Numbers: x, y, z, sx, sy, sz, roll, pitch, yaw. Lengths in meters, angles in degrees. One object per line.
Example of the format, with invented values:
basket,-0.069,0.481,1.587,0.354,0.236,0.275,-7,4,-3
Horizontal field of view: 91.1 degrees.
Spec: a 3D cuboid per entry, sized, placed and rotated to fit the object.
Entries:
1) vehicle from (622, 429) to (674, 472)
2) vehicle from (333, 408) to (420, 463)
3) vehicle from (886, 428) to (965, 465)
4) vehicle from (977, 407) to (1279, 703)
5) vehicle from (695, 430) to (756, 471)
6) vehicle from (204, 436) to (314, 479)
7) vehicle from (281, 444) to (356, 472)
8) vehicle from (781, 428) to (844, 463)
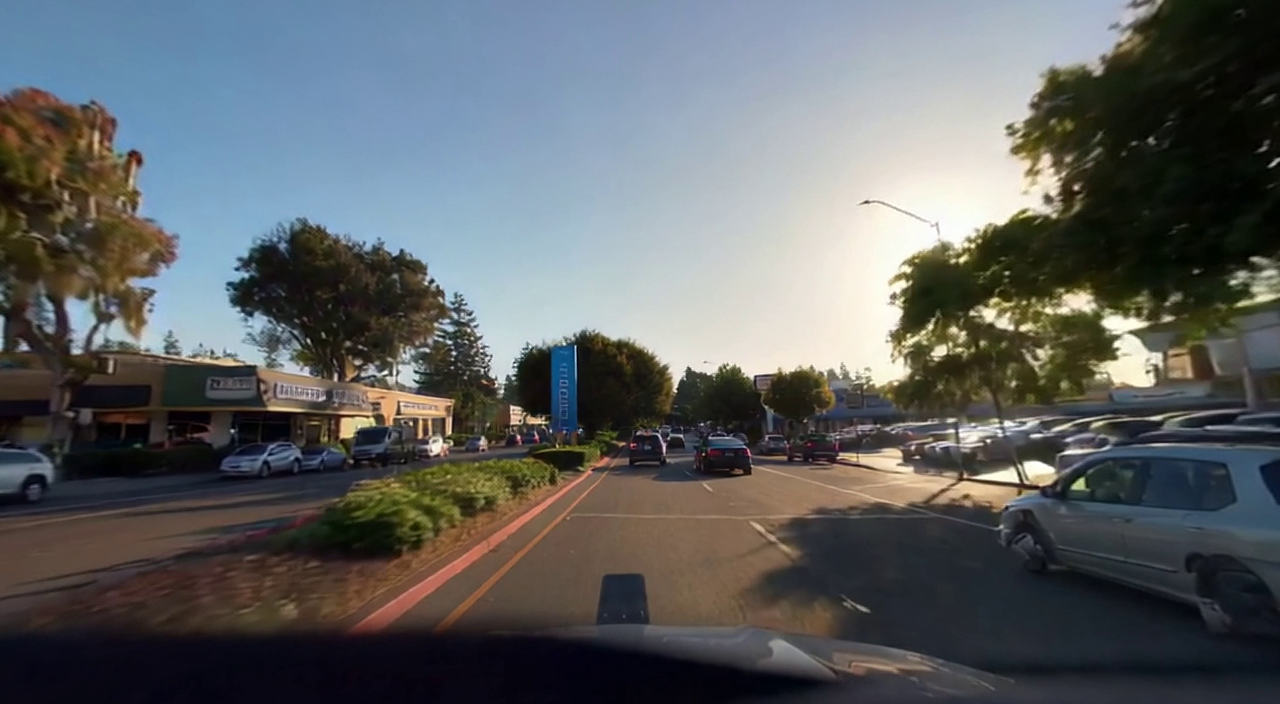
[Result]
vehicle,0.331,4.263,27.283,2.098,1.682,3.778,0,-8,1
vehicle,-18.629,6.039,45.013,2.811,3.604,7.566,0,-8,1
vehicle,15.279,5.096,33.966,2.012,1.817,4.970,0,-8,1
vehicle,3.781,1.009,2.930,1.908,1.463,4.506,0,-8,0
vehicle,3.697,4.364,27.925,2.115,1.692,4.189,0,-8,0
vehicle,-18.972,5.257,31.621,2.286,1.968,5.350,0,-8,-2
vehicle,-18.852,6.216,37.146,1.883,1.488,5.224,0,-8,-2
vehicle,10.481,5.769,38.687,2.318,1.974,5.282,0,-8,0
